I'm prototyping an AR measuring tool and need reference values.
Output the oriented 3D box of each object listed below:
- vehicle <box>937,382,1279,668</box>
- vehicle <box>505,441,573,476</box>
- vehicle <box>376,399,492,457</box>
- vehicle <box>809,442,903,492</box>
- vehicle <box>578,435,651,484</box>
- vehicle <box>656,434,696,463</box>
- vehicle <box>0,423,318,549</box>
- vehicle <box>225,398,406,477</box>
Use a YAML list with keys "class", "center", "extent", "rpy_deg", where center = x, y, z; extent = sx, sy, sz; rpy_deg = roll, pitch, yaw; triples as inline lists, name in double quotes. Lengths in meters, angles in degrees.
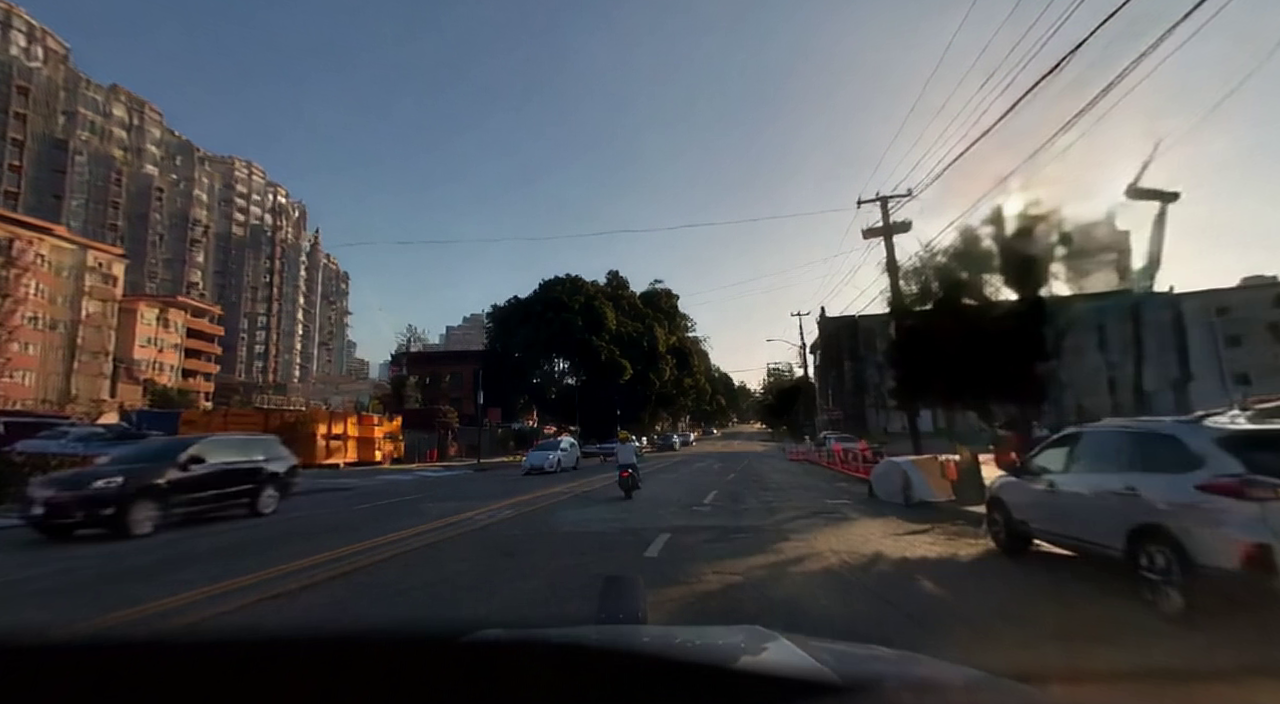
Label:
- class: "vehicle"
  center: [5.360, 1.477, 6.637]
  extent: [2.387, 1.820, 5.286]
  rpy_deg: [-1, -8, 6]
- class: "vehicle"
  center: [-4.697, 5.046, 30.157]
  extent: [2.105, 1.509, 4.753]
  rpy_deg: [-1, -9, 4]
- class: "vehicle"
  center: [-13.080, 5.107, 41.399]
  extent: [2.996, 3.170, 10.153]
  rpy_deg: [-4, -9, 8]
- class: "vehicle"
  center: [6.987, 3.720, 20.925]
  extent: [1.973, 1.457, 4.522]
  rpy_deg: [-1, -8, 7]
- class: "vehicle"
  center: [-0.805, 3.852, 23.011]
  extent: [1.925, 1.602, 4.090]
  rpy_deg: [-1, -8, 8]
- class: "vehicle"
  center: [2.625, 6.828, 44.757]
  extent: [2.295, 1.929, 5.498]
  rpy_deg: [-1, -8, 9]
- class: "vehicle"
  center: [-8.209, 2.254, 11.431]
  extent: [2.053, 1.771, 4.684]
  rpy_deg: [0, -8, 3]
- class: "vehicle"
  center: [-14.763, 4.101, 30.016]
  extent: [2.990, 3.144, 9.080]
  rpy_deg: [-1, -8, 6]
